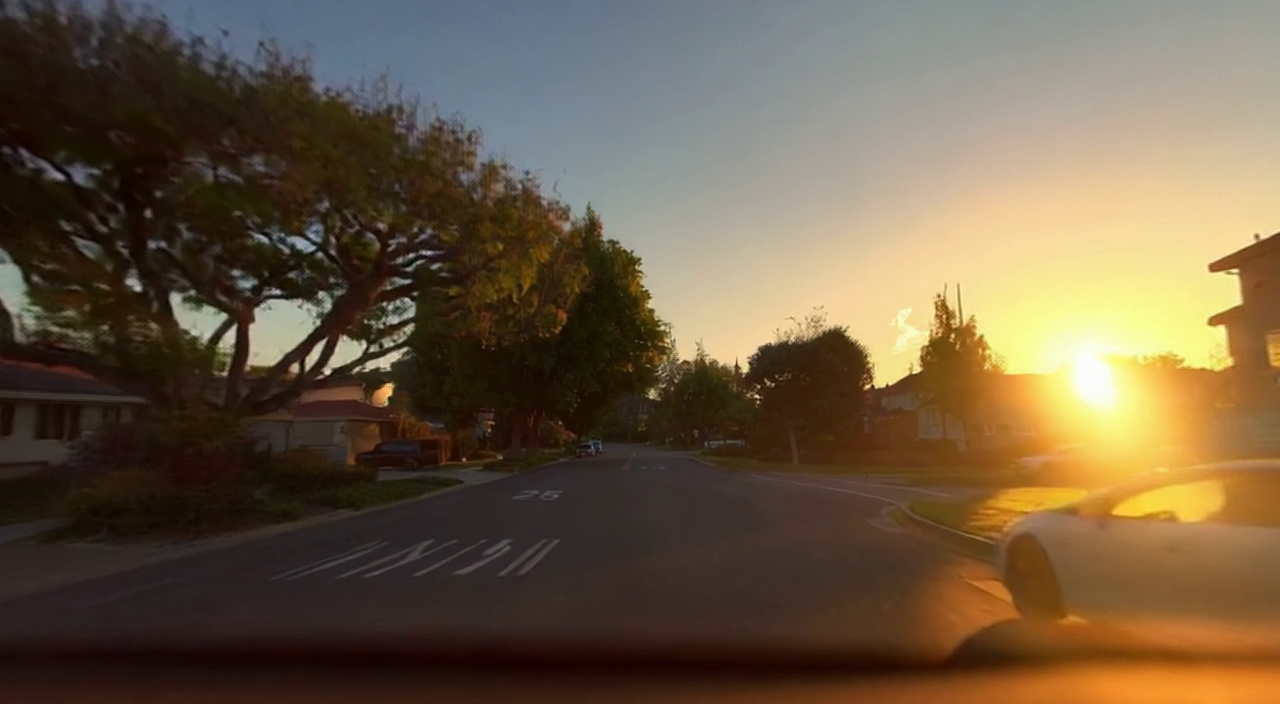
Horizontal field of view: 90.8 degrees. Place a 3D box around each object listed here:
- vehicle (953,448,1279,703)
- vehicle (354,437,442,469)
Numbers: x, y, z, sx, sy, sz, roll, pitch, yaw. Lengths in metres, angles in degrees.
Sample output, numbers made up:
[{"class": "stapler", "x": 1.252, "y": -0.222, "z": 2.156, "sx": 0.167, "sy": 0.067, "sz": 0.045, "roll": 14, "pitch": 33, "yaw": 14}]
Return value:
[{"class": "vehicle", "x": 4.102, "y": 1.345, "z": 3.973, "sx": 1.952, "sy": 1.442, "sz": 4.529, "roll": 0, "pitch": -8, "yaw": 0}, {"class": "vehicle", "x": -12.956, "y": 5.448, "z": 33.981, "sx": 3.921, "sy": 1.629, "sz": 1.832, "roll": 0, "pitch": -10, "yaw": 3}]
